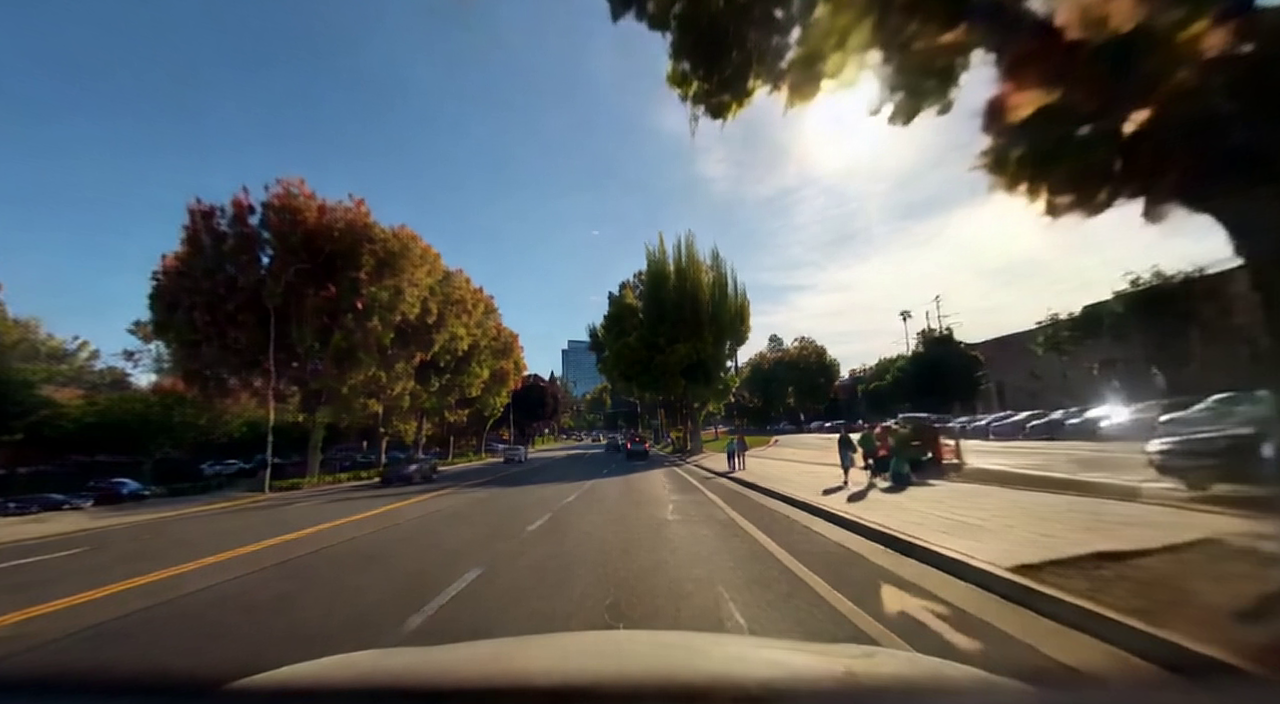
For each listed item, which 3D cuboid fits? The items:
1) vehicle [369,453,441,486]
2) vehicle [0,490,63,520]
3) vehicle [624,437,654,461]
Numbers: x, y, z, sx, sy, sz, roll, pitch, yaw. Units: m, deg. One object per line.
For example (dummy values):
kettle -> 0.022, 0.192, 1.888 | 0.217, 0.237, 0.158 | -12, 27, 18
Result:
vehicle -> -11.782, 5.884, 32.022 | 2.011, 1.475, 4.536 | 0, -9, -1
vehicle -> -42.869, 10.440, 43.125 | 4.793, 1.735, 1.979 | 0, -9, -5
vehicle -> -0.080, 7.610, 49.721 | 2.228, 1.790, 4.180 | 0, -9, -1
